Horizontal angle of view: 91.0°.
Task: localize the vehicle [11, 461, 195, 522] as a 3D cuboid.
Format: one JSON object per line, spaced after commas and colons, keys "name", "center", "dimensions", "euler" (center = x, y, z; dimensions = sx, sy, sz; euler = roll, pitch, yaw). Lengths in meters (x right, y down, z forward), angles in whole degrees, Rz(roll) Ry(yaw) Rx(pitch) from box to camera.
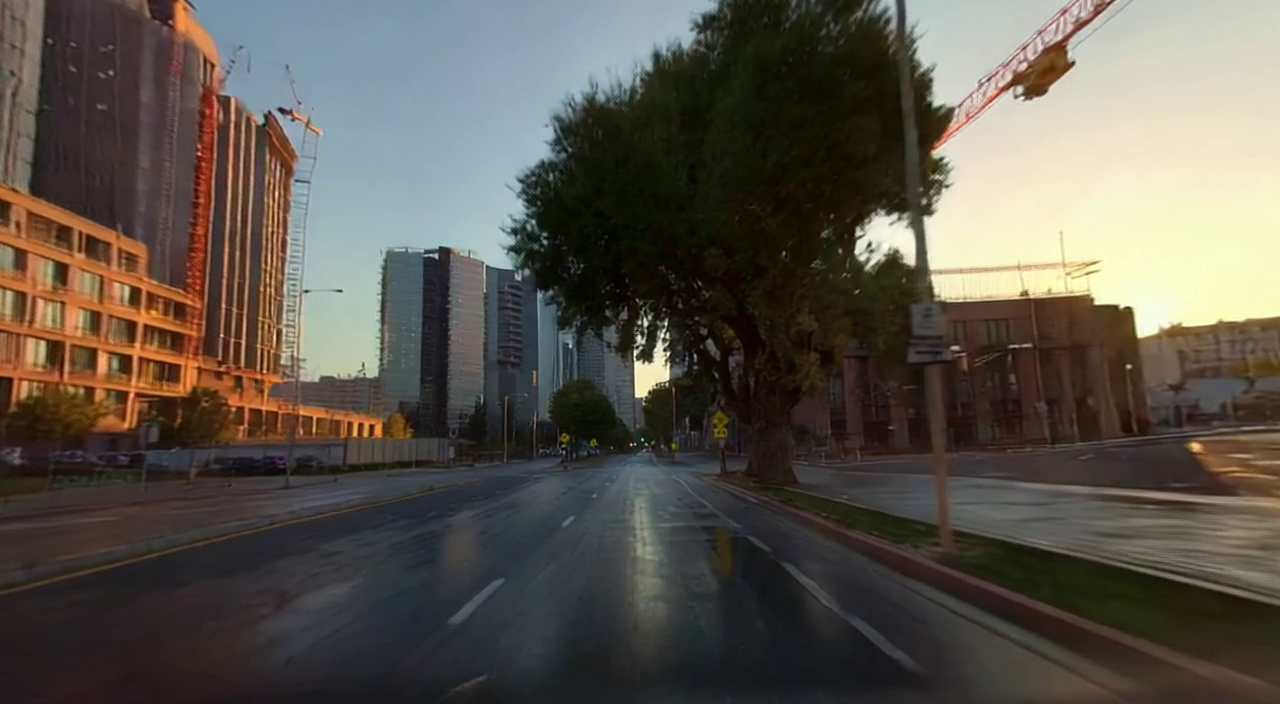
{"name": "vehicle", "center": [-16.957, 4.380, 20.273], "dimensions": [1.921, 1.541, 4.541], "euler": [-1, -8, 0]}
